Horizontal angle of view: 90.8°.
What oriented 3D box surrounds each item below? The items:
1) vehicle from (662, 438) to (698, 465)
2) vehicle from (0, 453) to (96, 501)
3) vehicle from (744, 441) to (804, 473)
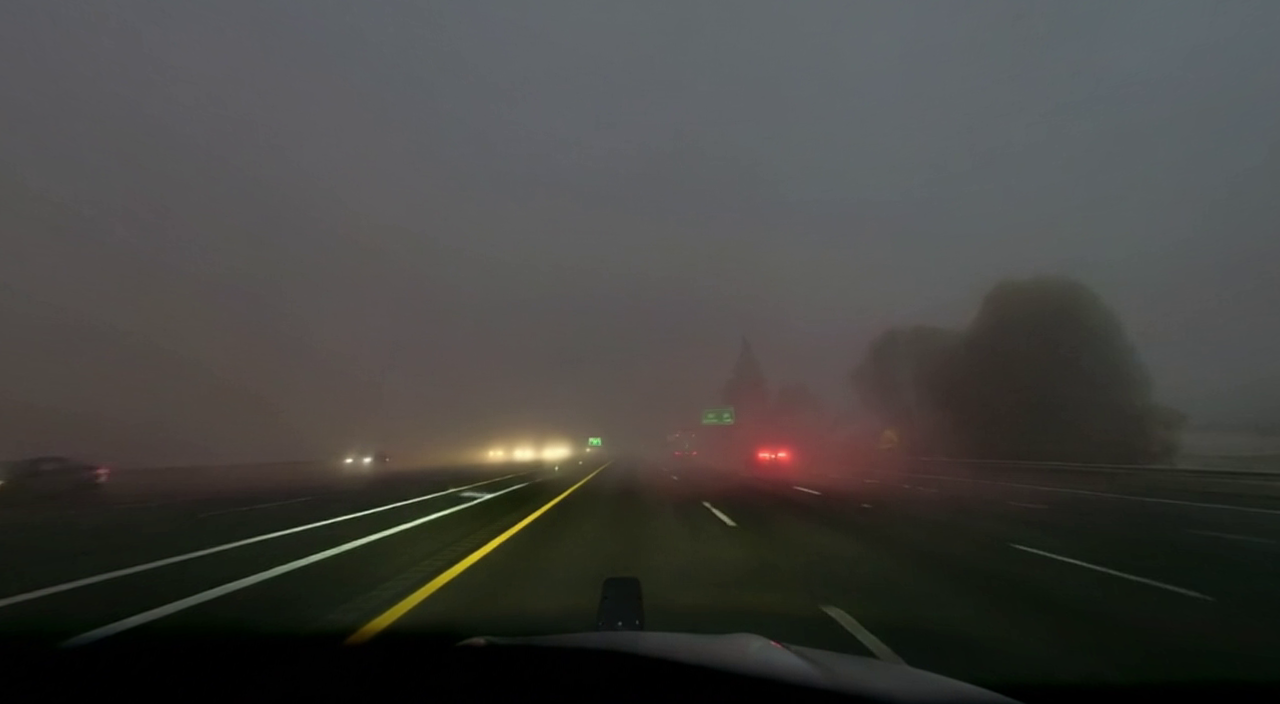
[{"bbox_3d":[2.833,7.190,45.870,2.258,1.824,4.908,0,-9,-1],"label":"vehicle"},{"bbox_3d":[-22.196,4.338,22.115,1.912,1.513,5.034,0,-8,-1],"label":"vehicle"},{"bbox_3d":[6.642,5.247,31.767,2.009,1.456,4.097,0,-9,-1],"label":"vehicle"}]
